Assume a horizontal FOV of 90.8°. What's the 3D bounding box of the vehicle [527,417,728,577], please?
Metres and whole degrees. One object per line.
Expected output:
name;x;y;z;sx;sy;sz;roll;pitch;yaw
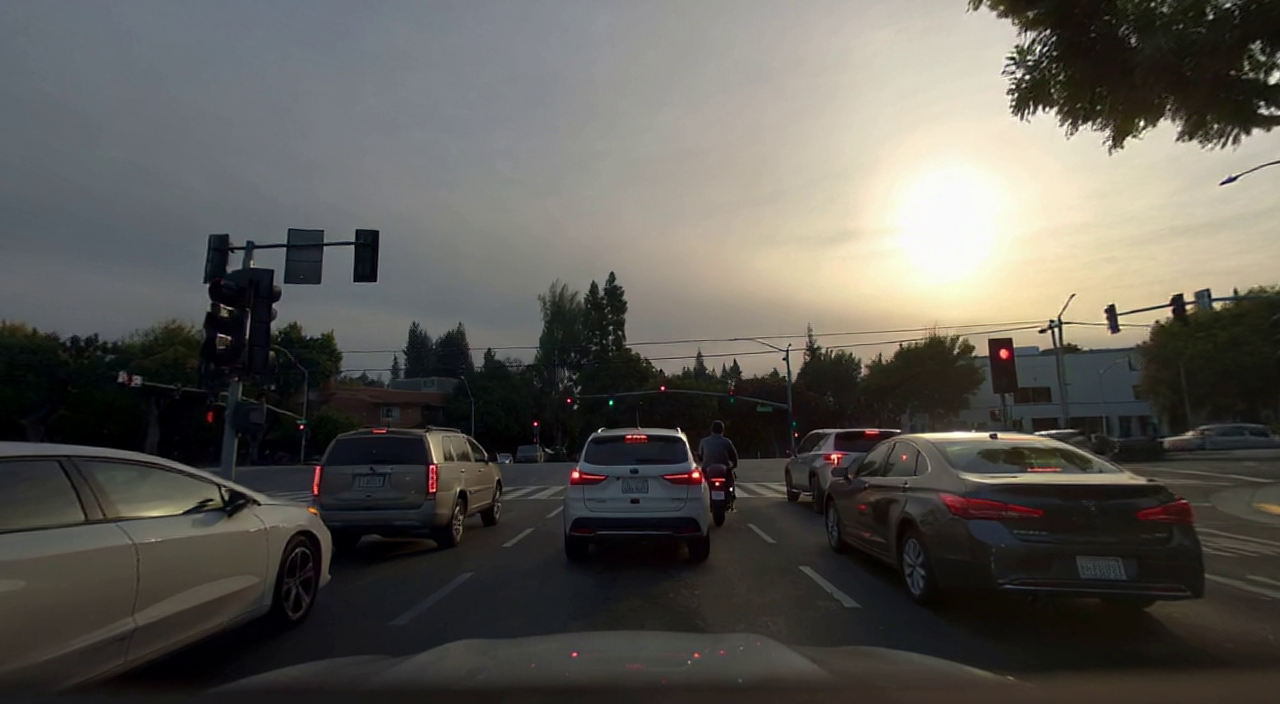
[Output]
vehicle;-0.100;1.801;8.555;2.106;1.655;3.717;0;-8;1

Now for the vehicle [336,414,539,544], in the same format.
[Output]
vehicle;-3.213;2.115;11.157;2.048;1.805;4.405;0;-8;1

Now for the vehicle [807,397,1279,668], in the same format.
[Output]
vehicle;3.247;1.443;6.199;2.006;1.659;4.462;0;-8;1

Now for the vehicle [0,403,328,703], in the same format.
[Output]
vehicle;-3.346;0.947;2.363;1.863;1.495;4.667;0;-8;2
